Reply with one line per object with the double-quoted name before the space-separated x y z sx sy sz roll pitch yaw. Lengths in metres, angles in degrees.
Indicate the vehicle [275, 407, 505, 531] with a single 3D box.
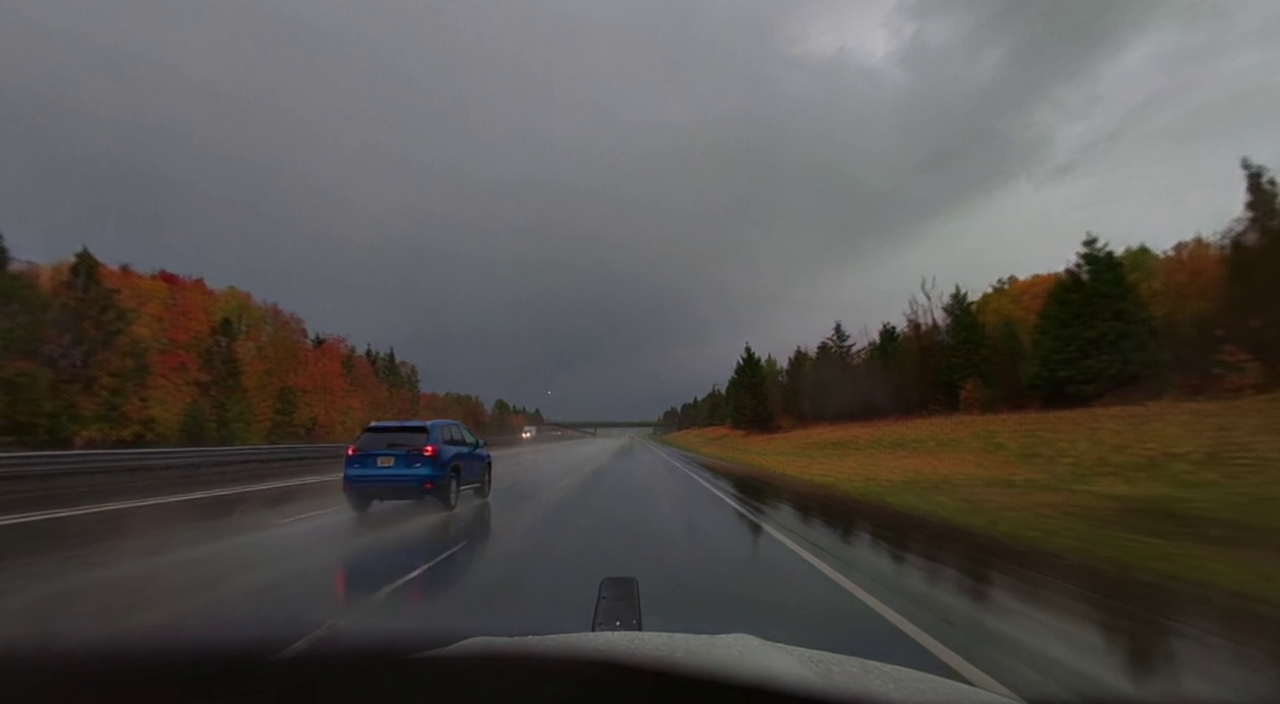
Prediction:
"vehicle" -3.891 1.895 10.861 2.057 1.666 4.552 0 -8 0
